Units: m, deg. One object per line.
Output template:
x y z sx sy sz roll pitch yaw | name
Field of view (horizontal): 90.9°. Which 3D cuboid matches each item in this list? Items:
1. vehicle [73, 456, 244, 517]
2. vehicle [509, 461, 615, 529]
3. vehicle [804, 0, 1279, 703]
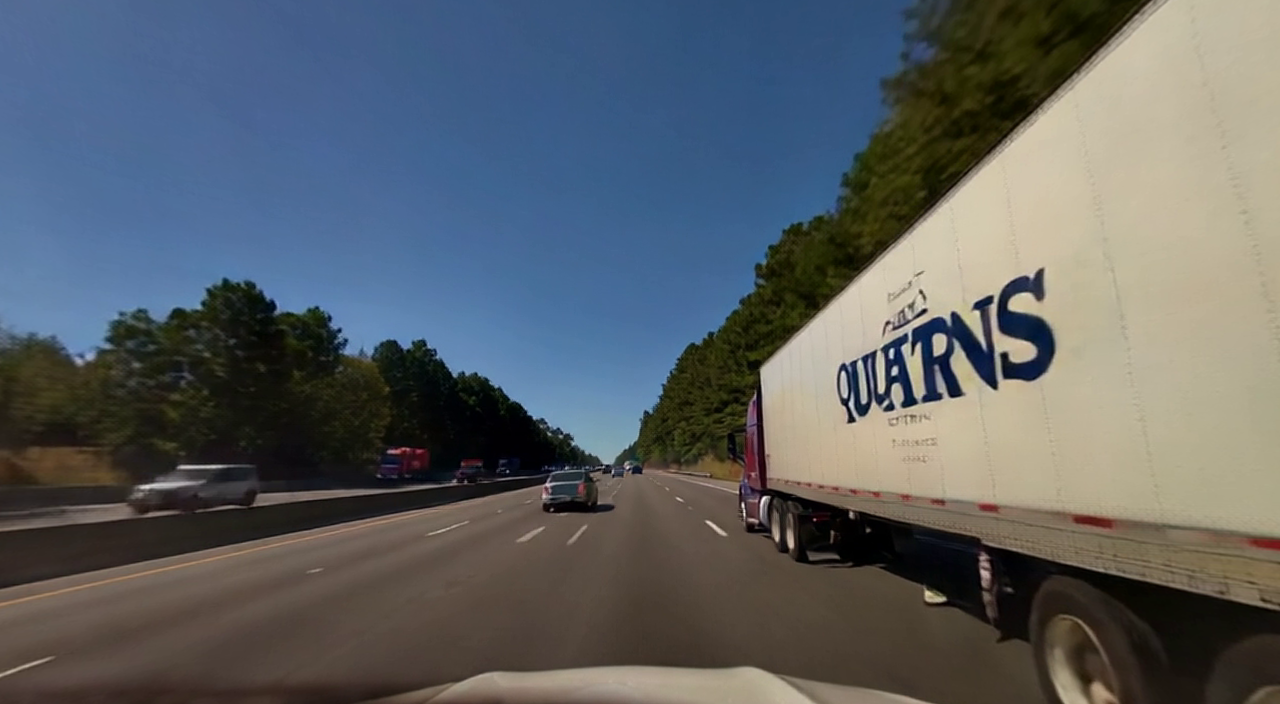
-16.213 4.553 21.658 2.045 1.809 4.762 1 -10 0 | vehicle
-1.734 3.392 15.346 2.032 1.407 3.641 0 -10 1 | vehicle
3.833 0.097 3.299 2.871 4.032 10.642 1 -10 -1 | vehicle
